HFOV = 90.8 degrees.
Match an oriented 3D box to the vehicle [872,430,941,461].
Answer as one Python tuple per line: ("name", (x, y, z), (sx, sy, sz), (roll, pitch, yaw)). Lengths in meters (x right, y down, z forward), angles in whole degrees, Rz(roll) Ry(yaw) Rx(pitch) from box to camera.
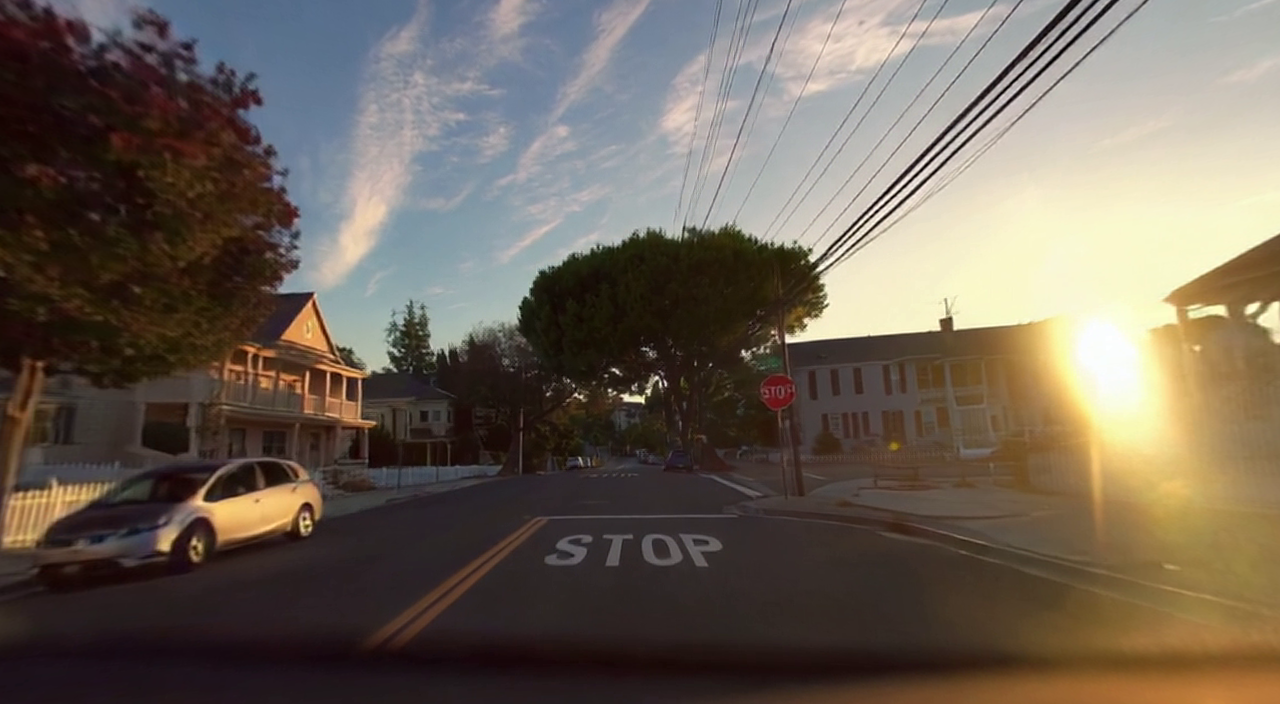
("vehicle", (15.610, 5.525, 37.315), (2.025, 1.689, 4.342), (0, -9, -2))

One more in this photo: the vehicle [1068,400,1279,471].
("vehicle", (16.668, 2.518, 18.867), (6.022, 1.953, 2.250), (0, -9, 0))

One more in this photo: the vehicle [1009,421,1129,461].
("vehicle", (21.166, 4.416, 31.276), (4.466, 1.769, 2.033), (1, -9, -2))

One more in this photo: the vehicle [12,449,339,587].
("vehicle", (-6.745, 2.383, 9.916), (2.026, 1.560, 4.062), (-4, -9, 1))
